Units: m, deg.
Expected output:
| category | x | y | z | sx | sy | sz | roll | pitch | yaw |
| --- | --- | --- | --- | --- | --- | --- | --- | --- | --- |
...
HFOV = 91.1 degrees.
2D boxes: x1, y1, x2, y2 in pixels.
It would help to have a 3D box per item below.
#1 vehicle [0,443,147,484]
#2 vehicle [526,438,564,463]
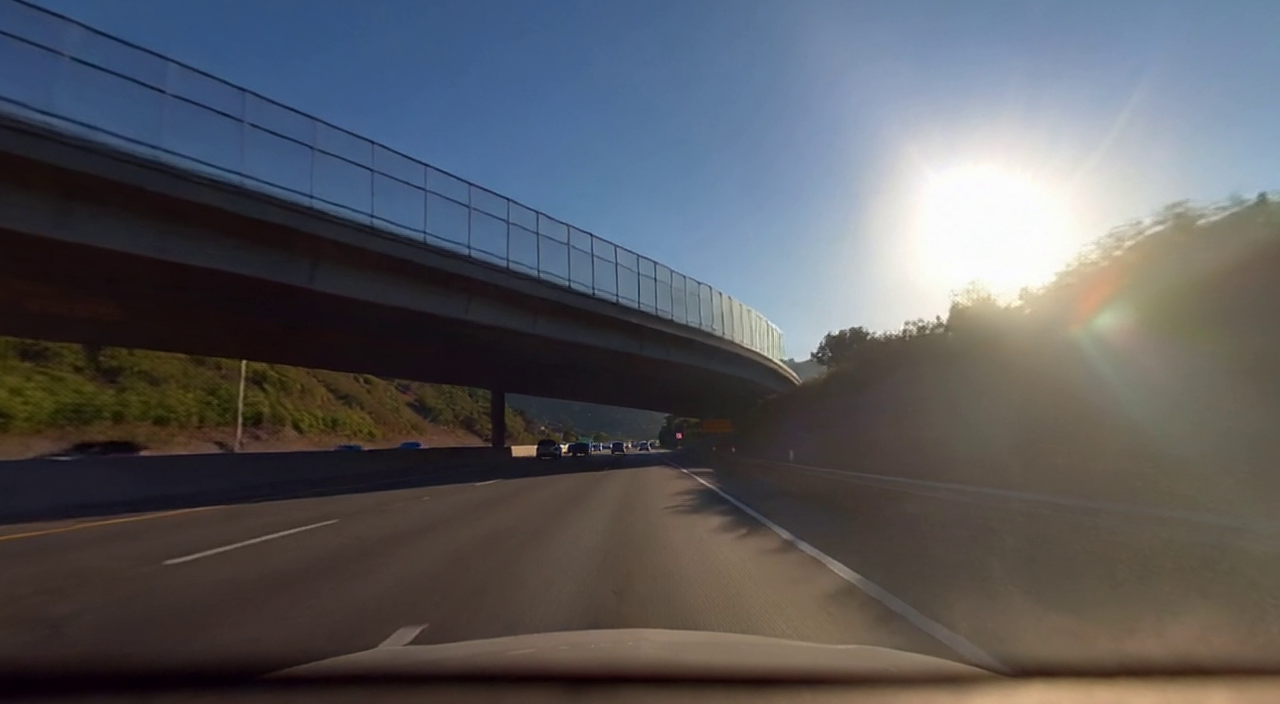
| category | x | y | z | sx | sy | sz | roll | pitch | yaw |
| --- | --- | --- | --- | --- | --- | --- | --- | --- | --- |
| vehicle | -22.407 | 4.365 | 24.999 | 1.857 | 1.443 | 4.451 | 0 | -8 | 1 |
| vehicle | -6.799 | 7.104 | 45.372 | 1.972 | 1.660 | 4.254 | 0 | -8 | 1 |
